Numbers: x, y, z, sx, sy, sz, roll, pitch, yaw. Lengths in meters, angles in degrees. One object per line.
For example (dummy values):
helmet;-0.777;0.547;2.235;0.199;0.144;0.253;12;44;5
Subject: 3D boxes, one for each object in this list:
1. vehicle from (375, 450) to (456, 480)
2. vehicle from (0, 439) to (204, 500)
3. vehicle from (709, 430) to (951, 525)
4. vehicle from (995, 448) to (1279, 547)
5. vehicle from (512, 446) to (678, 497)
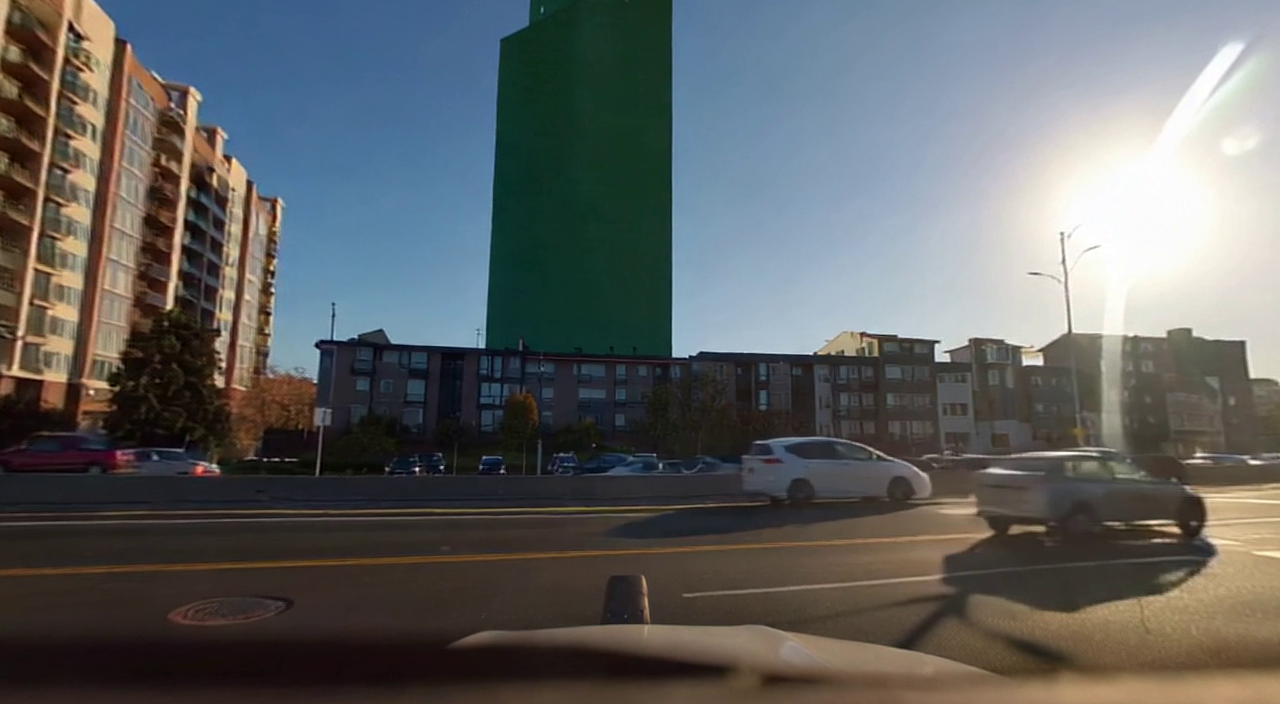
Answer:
vehicle;-15.463;7.788;43.532;4.920;1.956;1.865;-1;-9;8
vehicle;-15.027;3.067;16.659;5.371;1.488;1.763;2;-9;-14
vehicle;3.812;2.520;12.993;4.284;1.692;2.031;3;-9;-15
vehicle;8.956;2.405;10.934;4.710;1.444;2.041;3;-9;-15
vehicle;-1.440;3.715;19.890;4.921;1.453;1.894;3;-9;-15
